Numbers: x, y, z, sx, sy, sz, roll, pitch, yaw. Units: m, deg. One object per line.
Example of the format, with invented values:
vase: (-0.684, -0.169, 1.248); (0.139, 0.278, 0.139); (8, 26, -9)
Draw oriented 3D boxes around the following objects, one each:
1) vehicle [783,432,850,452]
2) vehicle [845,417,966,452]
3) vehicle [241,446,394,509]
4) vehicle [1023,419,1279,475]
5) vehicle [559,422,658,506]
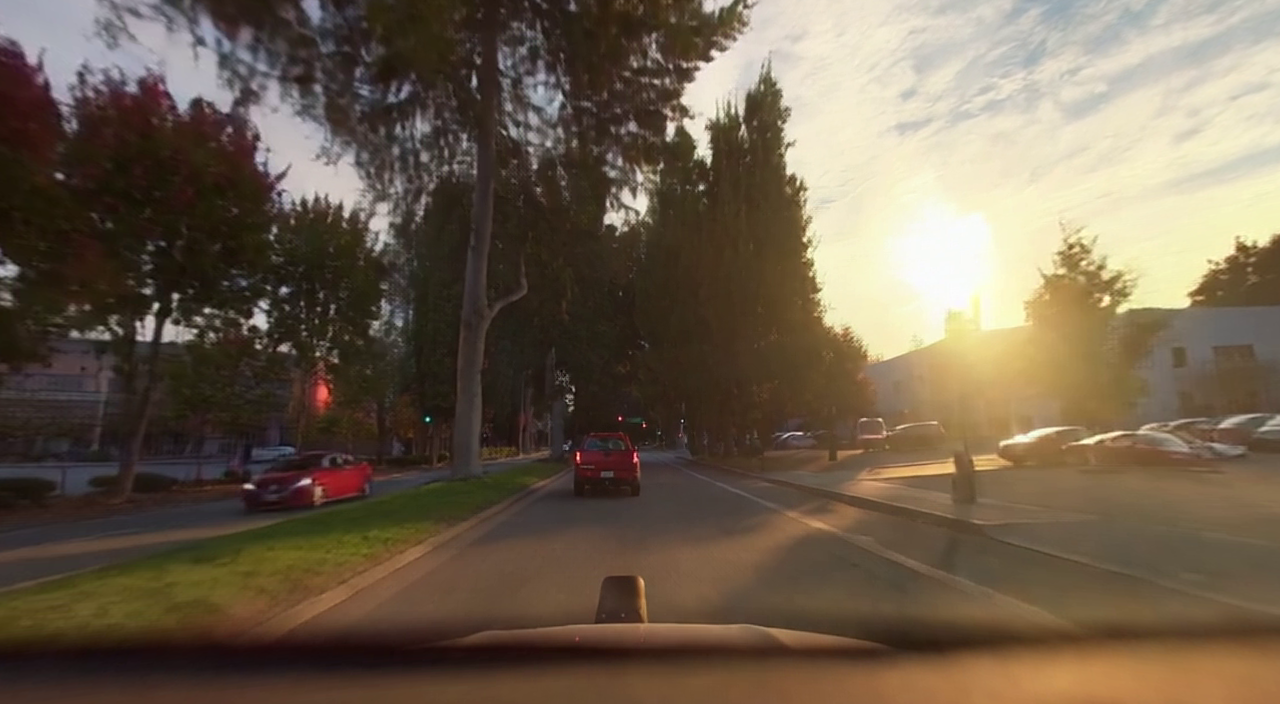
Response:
vehicle: (12.492, 6.395, 44.864); (4.090, 1.433, 1.983); (0, -8, -1)
vehicle: (12.845, 4.053, 30.797); (4.788, 1.625, 2.319); (0, -8, -3)
vehicle: (-8.826, 3.419, 17.861); (2.027, 1.493, 4.707); (0, -8, -3)
vehicle: (14.199, 2.672, 17.737); (5.344, 1.440, 2.318); (0, -8, 2)
vehicle: (-0.747, 2.871, 16.782); (2.157, 1.816, 5.804); (0, -8, -1)
